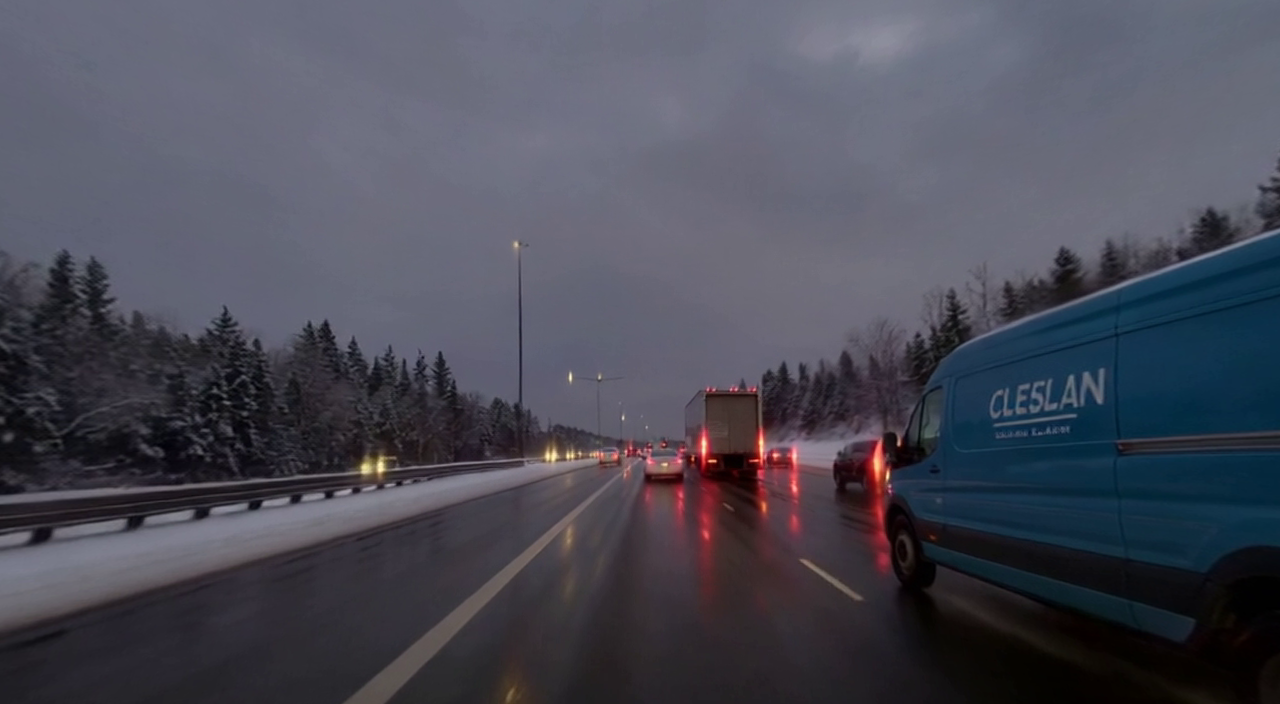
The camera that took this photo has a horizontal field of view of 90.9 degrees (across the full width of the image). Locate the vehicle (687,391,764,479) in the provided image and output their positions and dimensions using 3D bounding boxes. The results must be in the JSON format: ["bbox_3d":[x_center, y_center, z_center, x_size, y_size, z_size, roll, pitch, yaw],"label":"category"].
[{"bbox_3d":[4.474,4.840,35.901,2.821,4.077,12.562,0,-9,1],"label":"vehicle"}]

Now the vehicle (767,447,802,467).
[{"bbox_3d":[11.350,8.243,49.728,1.870,1.525,3.680,0,-9,0],"label":"vehicle"}]

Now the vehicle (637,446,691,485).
[{"bbox_3d":[0.906,4.738,26.624,2.063,1.469,4.208,0,-9,-1],"label":"vehicle"}]

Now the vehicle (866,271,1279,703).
[{"bbox_3d":[3.752,0.941,4.086,2.441,2.017,5.739,0,-9,0],"label":"vehicle"}]
